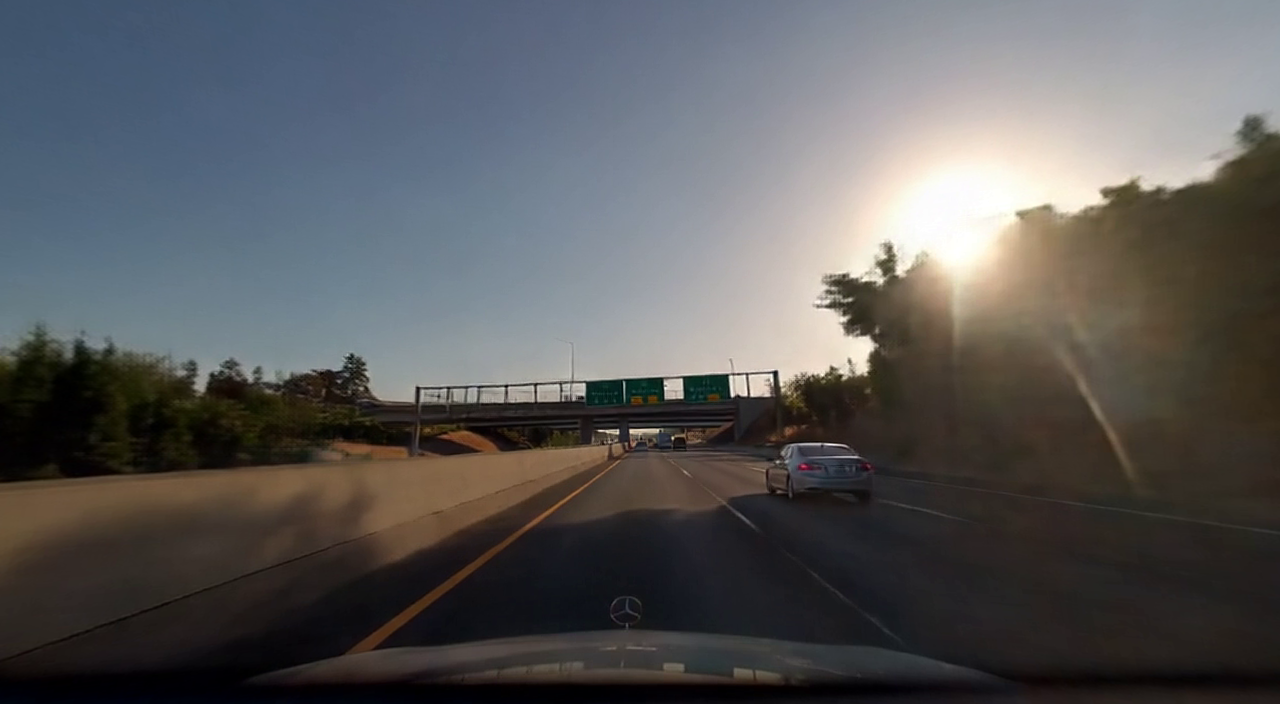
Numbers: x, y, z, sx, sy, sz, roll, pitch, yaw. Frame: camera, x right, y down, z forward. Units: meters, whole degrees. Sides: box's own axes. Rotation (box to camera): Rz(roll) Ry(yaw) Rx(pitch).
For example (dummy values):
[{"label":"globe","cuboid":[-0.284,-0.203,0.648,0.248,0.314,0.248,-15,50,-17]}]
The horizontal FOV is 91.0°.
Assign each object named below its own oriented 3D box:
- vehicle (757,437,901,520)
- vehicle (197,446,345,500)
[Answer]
[{"label":"vehicle","cuboid":[3.616,2.465,12.812,1.683,1.400,3.868,0,-8,-1]},{"label":"vehicle","cuboid":[-12.163,3.992,21.203,2.092,1.559,4.637,0,-8,1]}]
